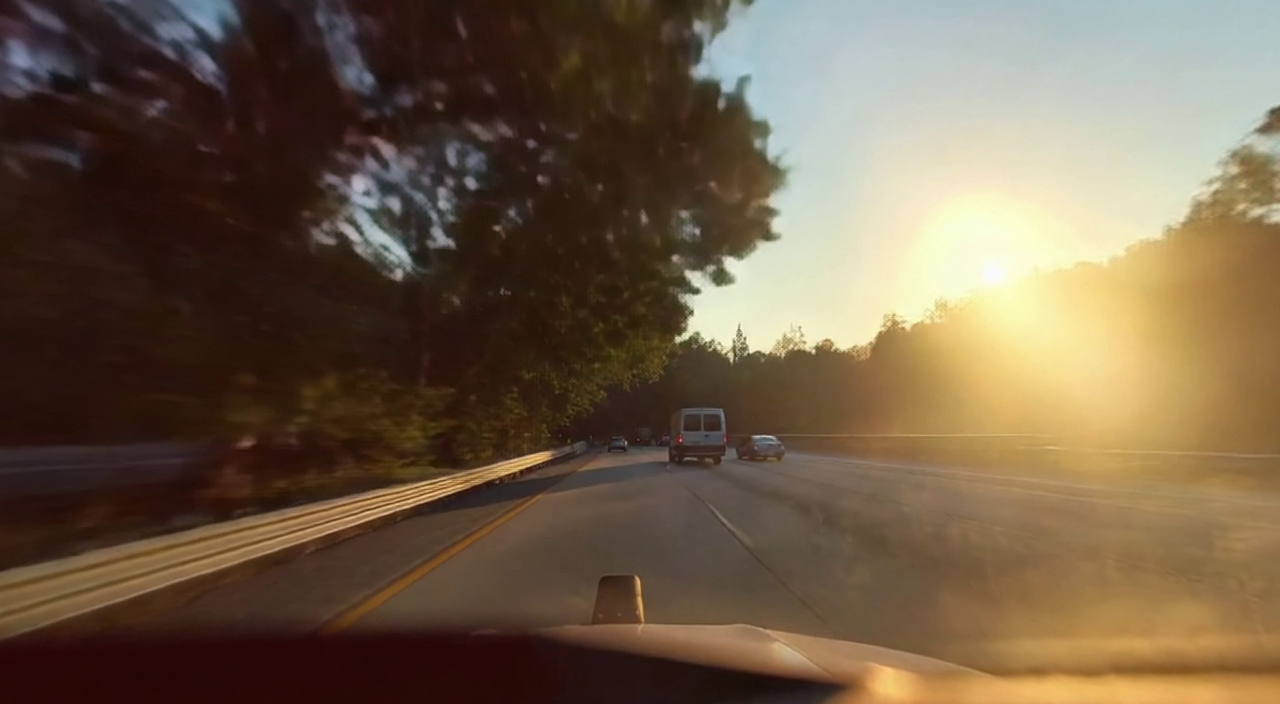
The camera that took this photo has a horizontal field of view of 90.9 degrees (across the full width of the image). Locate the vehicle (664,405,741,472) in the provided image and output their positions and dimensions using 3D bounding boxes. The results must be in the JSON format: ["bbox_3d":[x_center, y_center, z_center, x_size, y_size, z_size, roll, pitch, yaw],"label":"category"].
[{"bbox_3d":[2.452,3.616,26.515,2.436,2.521,5.409,0,-8,-3],"label":"vehicle"}]

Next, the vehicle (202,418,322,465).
[{"bbox_3d":[-13.954,3.326,23.602,1.854,1.557,4.257,0,-8,0],"label":"vehicle"}]

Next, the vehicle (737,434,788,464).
[{"bbox_3d":[6.438,5.120,33.595,1.821,1.468,3.805,0,-8,-2],"label":"vehicle"}]
